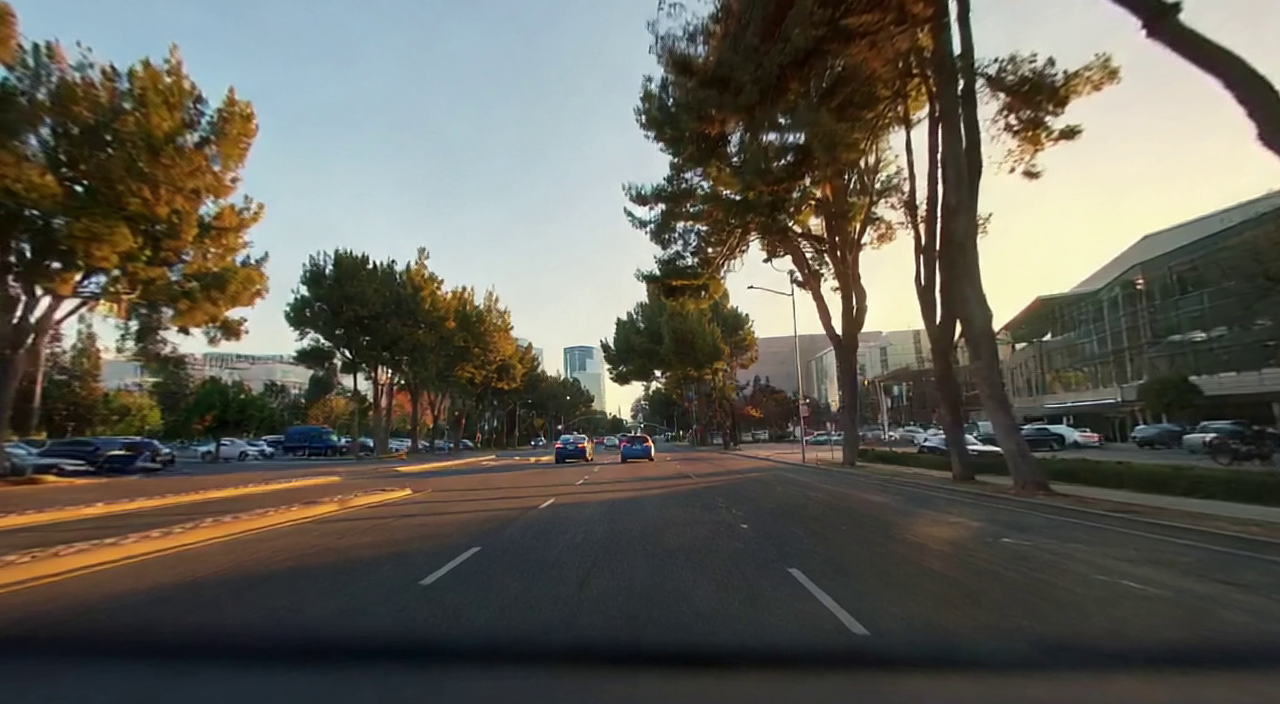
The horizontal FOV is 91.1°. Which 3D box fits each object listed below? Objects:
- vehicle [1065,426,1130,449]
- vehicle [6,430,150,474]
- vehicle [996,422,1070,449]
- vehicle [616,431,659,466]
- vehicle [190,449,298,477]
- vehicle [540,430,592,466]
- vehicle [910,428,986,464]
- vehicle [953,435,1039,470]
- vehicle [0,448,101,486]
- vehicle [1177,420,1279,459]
[{"bbox_3d":[35.071,6.600,48.224,1.903,1.630,3.895,0,-8,-1],"label":"vehicle"},{"bbox_3d":[-35.410,6.286,39.674,6.696,2.642,2.566,0,-8,4],"label":"vehicle"},{"bbox_3d":[30.483,6.563,48.911,2.225,1.995,5.253,0,-8,-1],"label":"vehicle"},{"bbox_3d":[-0.103,4.882,31.884,2.042,1.641,4.187,0,-8,0],"label":"vehicle"},{"bbox_3d":[-21.804,6.103,34.799,2.026,1.425,4.595,-4,-9,26],"label":"vehicle"},{"bbox_3d":[-3.772,5.004,32.835,2.113,1.713,4.422,0,-8,1],"label":"vehicle"},{"bbox_3d":[14.813,4.485,30.100,1.944,1.595,4.090,-8,-12,44],"label":"vehicle"},{"bbox_3d":[14.864,4.153,26.135,3.703,1.353,1.993,8,-11,-42],"label":"vehicle"},{"bbox_3d":[-28.205,5.294,29.192,4.578,1.662,2.064,-1,-9,8],"label":"vehicle"},{"bbox_3d":[33.382,4.737,34.579,2.214,1.871,5.919,-1,-6,-3],"label":"vehicle"}]
